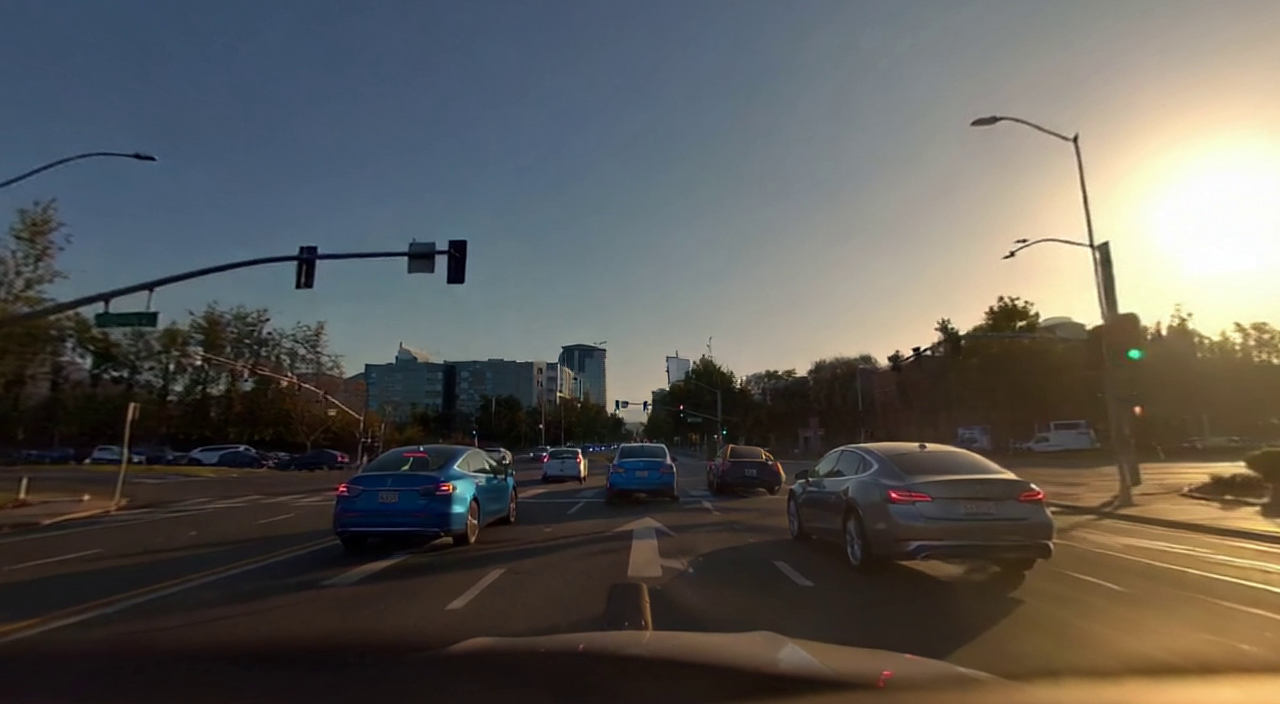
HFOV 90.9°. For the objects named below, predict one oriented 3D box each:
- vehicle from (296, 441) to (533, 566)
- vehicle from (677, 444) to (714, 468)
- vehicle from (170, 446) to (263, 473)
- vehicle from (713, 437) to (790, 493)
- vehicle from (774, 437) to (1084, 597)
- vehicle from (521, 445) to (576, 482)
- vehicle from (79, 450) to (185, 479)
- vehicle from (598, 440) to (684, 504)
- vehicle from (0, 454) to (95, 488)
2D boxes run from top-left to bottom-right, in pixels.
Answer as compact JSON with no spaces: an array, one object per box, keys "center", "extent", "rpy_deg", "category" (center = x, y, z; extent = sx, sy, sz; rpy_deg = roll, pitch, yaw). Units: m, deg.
[{"center":[-3.104,2.169,9.870],"extent":[2.015,1.478,4.407],"rpy_deg":[0,-8,1],"category":"vehicle"},{"center":[4.005,7.532,45.875],"extent":[2.138,1.624,4.417],"rpy_deg":[0,-9,-2],"category":"vehicle"},{"center":[-29.144,7.410,43.450],"extent":[4.916,1.793,2.082],"rpy_deg":[-1,-9,3],"category":"vehicle"},{"center":[3.754,3.868,21.945],"extent":[1.938,1.732,4.006],"rpy_deg":[0,-9,0],"category":"vehicle"},{"center":[3.311,1.942,8.500],"extent":[1.951,1.522,4.614],"rpy_deg":[0,-8,-1],"category":"vehicle"},{"center":[-4.271,5.037,28.904],"extent":[2.089,1.537,4.073],"rpy_deg":[2,-9,-14],"category":"vehicle"},{"center":[-30.260,6.675,37.652],"extent":[4.427,1.629,2.213],"rpy_deg":[-1,-9,2],"category":"vehicle"},{"center":[-0.044,3.330,17.904],"extent":[2.144,1.563,4.218],"rpy_deg":[0,-9,-2],"category":"vehicle"},{"center":[-29.720,5.764,30.613],"extent":[4.551,1.533,2.070],"rpy_deg":[-1,-9,2],"category":"vehicle"}]
